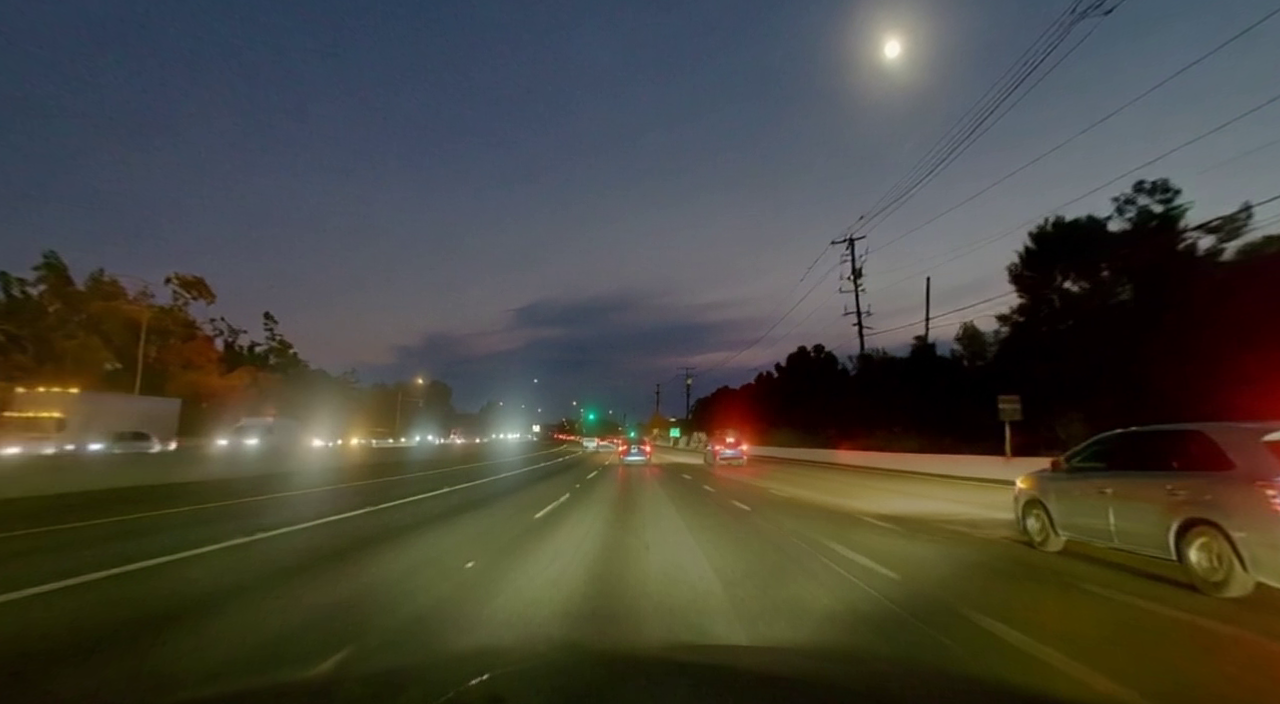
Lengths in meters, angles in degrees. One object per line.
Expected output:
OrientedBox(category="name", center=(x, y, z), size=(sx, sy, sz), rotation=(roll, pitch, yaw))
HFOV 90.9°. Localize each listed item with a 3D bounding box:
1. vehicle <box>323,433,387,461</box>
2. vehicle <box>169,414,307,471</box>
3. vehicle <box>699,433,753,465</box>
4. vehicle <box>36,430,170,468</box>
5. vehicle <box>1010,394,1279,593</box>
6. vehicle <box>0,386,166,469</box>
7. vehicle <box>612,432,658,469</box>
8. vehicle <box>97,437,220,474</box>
OrientedBox(category="vehicle", center=(-16.602, 5.564, 36.966), size=(1.838, 1.551, 4.182), rotation=(0, -8, -2))
OrientedBox(category="vehicle", center=(-16.526, 3.796, 26.409), size=(2.208, 2.085, 5.448), rotation=(0, -8, -1))
OrientedBox(category="vehicle", center=(4.889, 5.602, 36.614), size=(2.099, 1.720, 4.829), rotation=(1, -8, -4))
OrientedBox(category="vehicle", center=(-24.096, 4.382, 28.582), size=(2.224, 1.589, 4.402), rotation=(0, -8, -1))
OrientedBox(category="vehicle", center=(6.604, 1.437, 6.849), size=(2.102, 1.723, 4.745), rotation=(0, -8, -3))
OrientedBox(category="vehicle", center=(-27.490, 3.783, 30.805), size=(2.807, 3.546, 7.341), rotation=(0, -8, -1))
OrientedBox(category="vehicle", center=(-0.316, 5.057, 32.445), size=(2.192, 1.769, 4.287), rotation=(0, -8, -2))
OrientedBox(category="vehicle", center=(-20.286, 4.377, 26.846), size=(1.858, 1.414, 4.389), rotation=(0, -8, -1))
